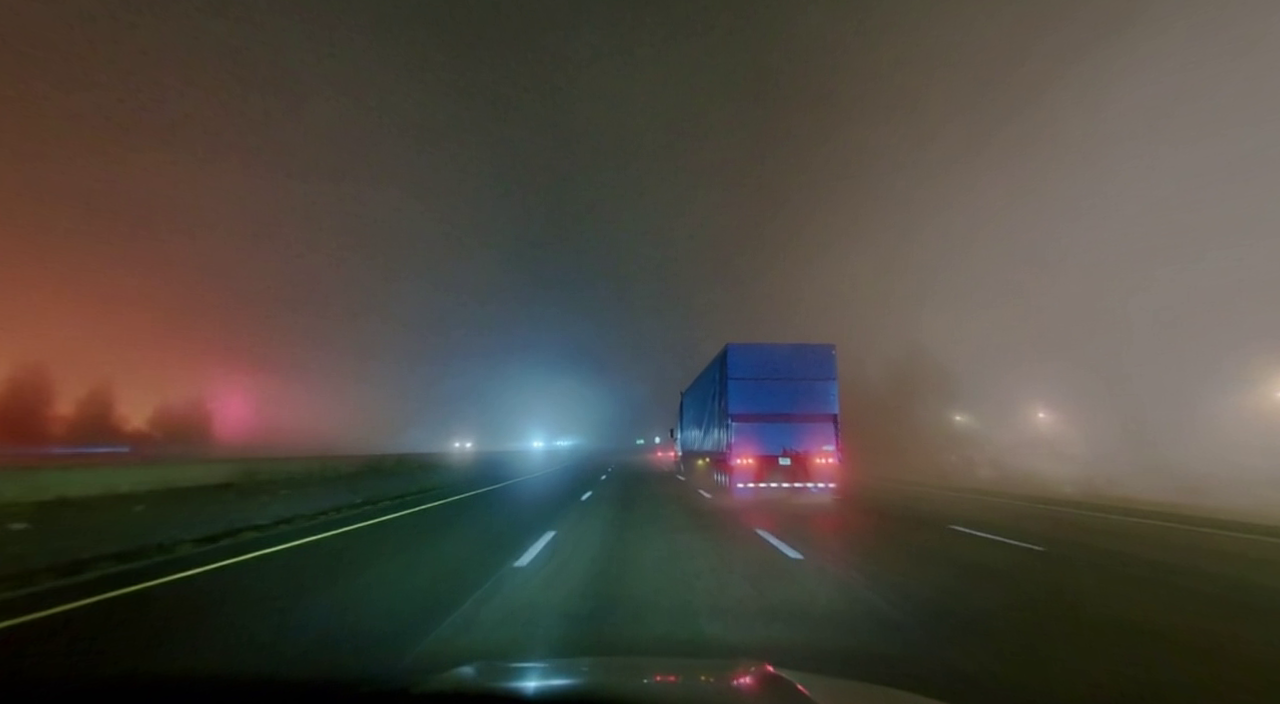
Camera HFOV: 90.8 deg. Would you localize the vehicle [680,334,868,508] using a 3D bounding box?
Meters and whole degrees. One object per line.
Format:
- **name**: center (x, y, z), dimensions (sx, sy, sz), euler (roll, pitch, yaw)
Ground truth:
- **vehicle**: center (3.720, 2.861, 23.317), dimensions (3.462, 4.177, 16.311), euler (0, -9, 0)
